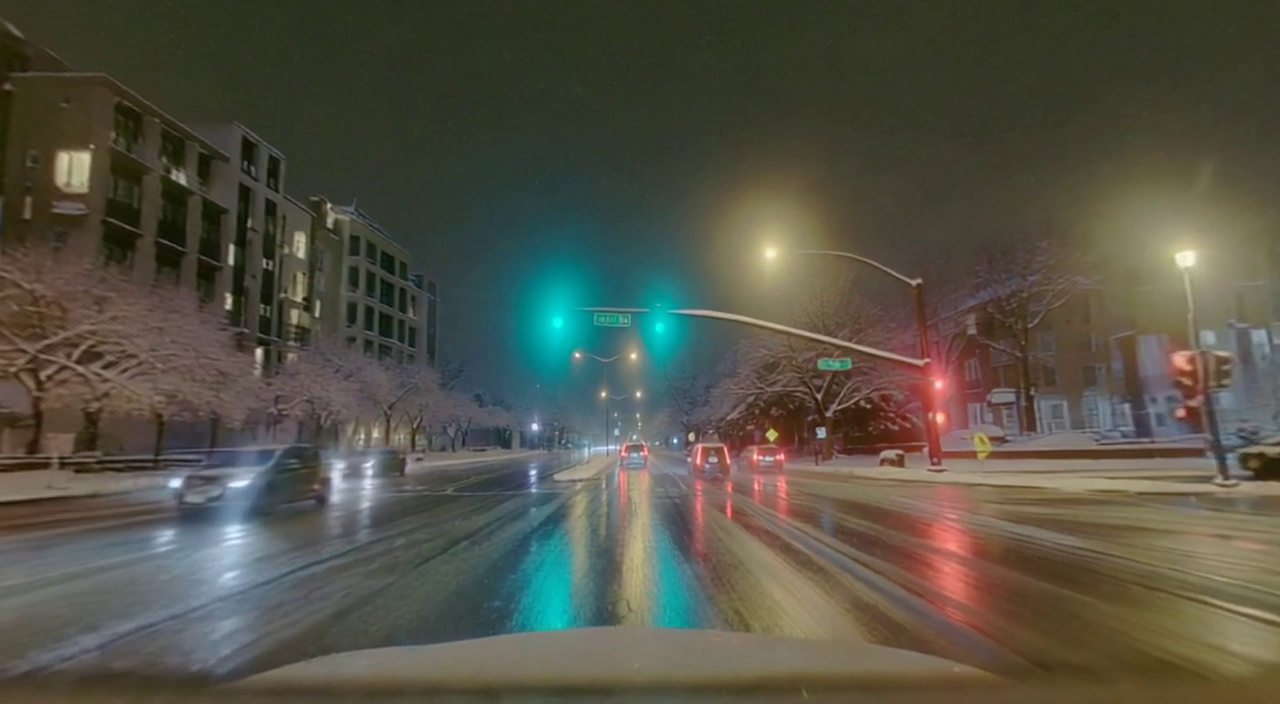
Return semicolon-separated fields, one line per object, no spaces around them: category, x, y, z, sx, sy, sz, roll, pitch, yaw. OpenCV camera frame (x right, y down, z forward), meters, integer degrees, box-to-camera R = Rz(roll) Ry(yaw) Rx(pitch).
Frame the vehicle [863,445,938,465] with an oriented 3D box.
vehicle;19.449;7.709;47.299;4.712;1.460;1.893;0;-9;-3

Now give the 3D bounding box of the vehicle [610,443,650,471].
vehicle;-0.549;5.901;35.825;2.143;1.480;4.006;0;-8;-1

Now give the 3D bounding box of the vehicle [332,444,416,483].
vehicle;-12.357;5.177;29.705;2.004;1.669;4.487;0;-8;0

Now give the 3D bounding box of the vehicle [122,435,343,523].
vehicle;-8.997;2.807;14.582;2.160;1.689;4.451;0;-8;-1

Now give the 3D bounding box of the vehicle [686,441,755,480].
vehicle;3.306;4.556;26.925;2.226;1.490;4.593;0;-8;-2

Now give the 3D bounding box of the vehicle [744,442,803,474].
vehicle;6.643;5.329;31.977;1.861;1.473;4.393;0;-8;-2
